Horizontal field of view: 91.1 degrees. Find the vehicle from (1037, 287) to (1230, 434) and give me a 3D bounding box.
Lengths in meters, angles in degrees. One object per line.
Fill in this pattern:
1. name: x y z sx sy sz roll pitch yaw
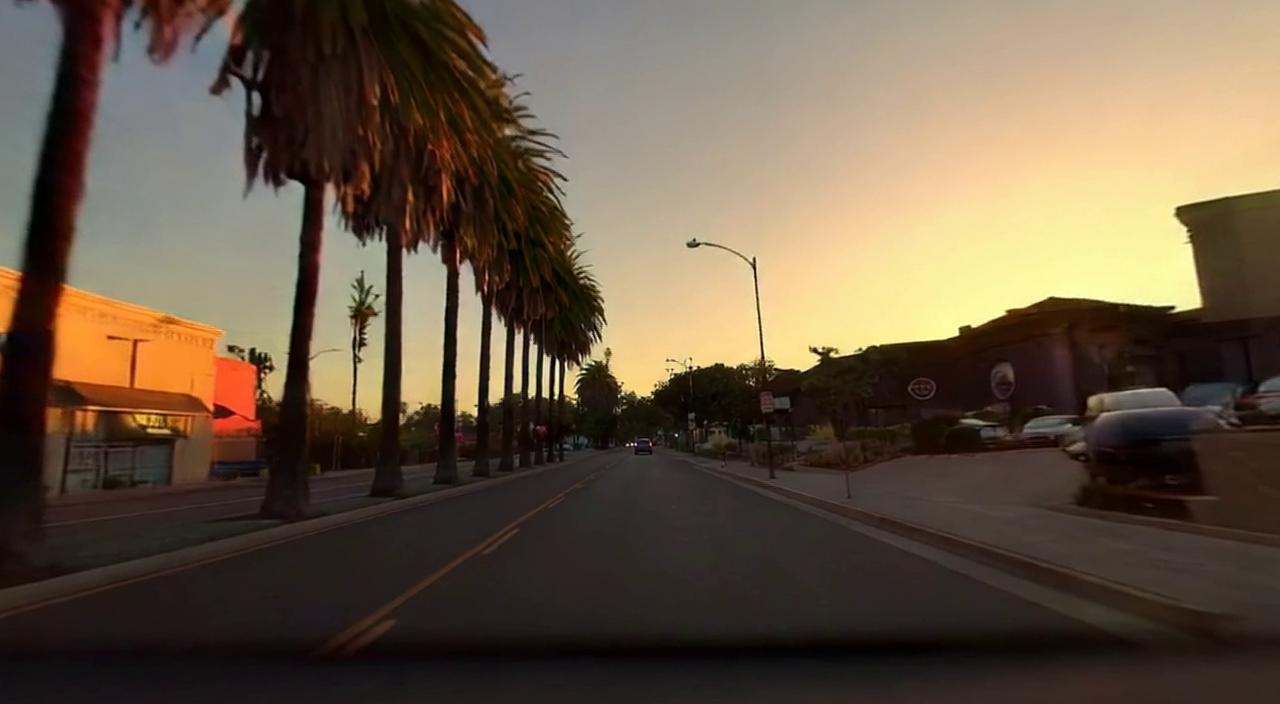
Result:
1. vehicle: 10.400 0.406 13.107 4.592 2.160 2.015 10 -19 -41
